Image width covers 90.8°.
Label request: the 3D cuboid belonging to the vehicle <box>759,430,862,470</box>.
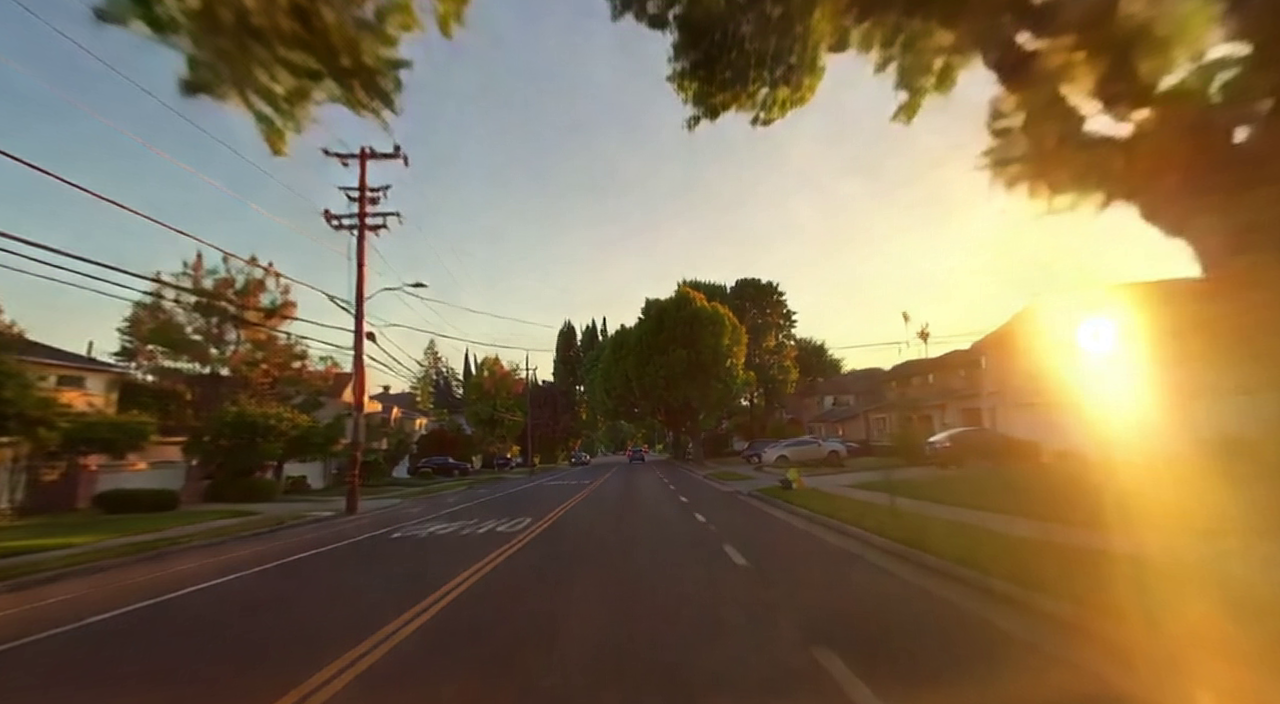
[{"bbox_3d":[8.872,5.141,33.193,4.747,1.942,2.158,-1,-9,0],"label":"vehicle"}]

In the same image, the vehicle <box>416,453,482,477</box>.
[{"bbox_3d":[-14.919,8.844,49.548,4.501,1.689,2.106,-1,-9,1],"label":"vehicle"}]
